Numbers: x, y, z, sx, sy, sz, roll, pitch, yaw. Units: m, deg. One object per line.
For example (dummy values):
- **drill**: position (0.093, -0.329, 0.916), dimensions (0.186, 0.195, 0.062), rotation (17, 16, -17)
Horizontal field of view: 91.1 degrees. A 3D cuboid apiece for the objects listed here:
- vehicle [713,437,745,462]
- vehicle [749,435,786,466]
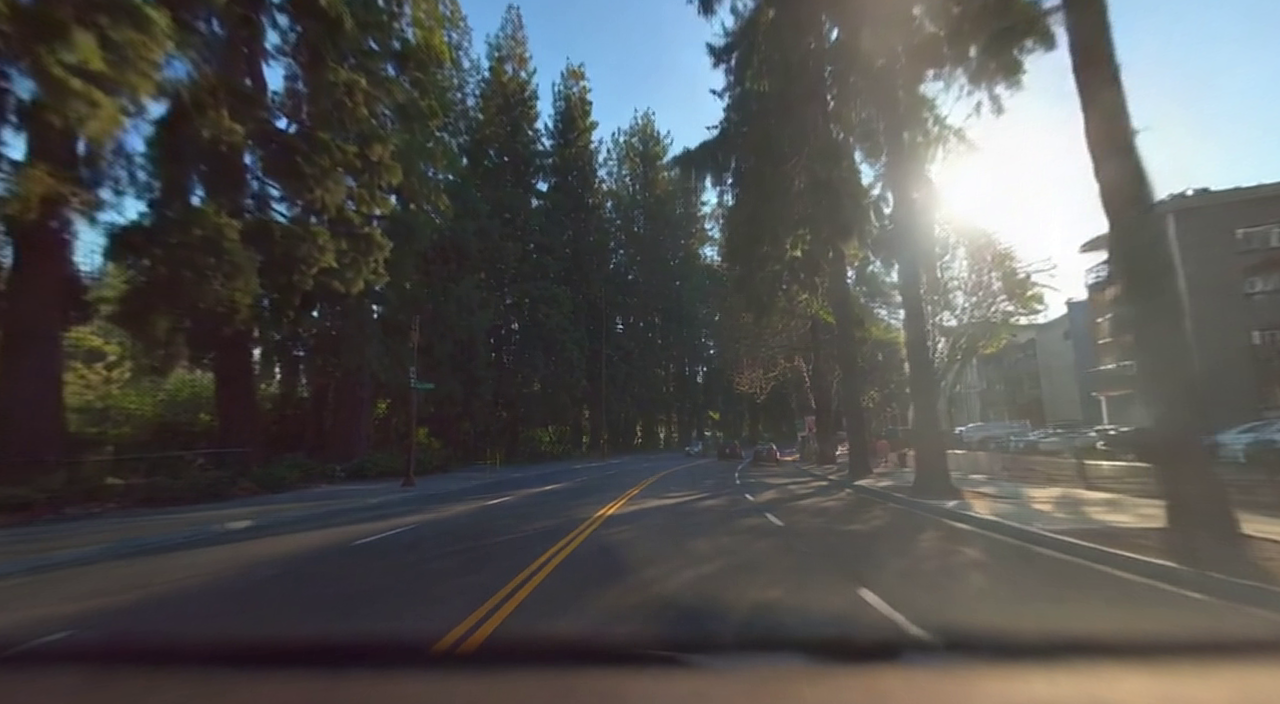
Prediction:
- **vehicle**: position (6.980, 7.557, 48.906), dimensions (2.158, 1.852, 4.485), rotation (-2, -8, 12)
- **vehicle**: position (7.905, 6.126, 39.175), dimensions (2.069, 1.791, 4.422), rotation (-1, -8, 10)
